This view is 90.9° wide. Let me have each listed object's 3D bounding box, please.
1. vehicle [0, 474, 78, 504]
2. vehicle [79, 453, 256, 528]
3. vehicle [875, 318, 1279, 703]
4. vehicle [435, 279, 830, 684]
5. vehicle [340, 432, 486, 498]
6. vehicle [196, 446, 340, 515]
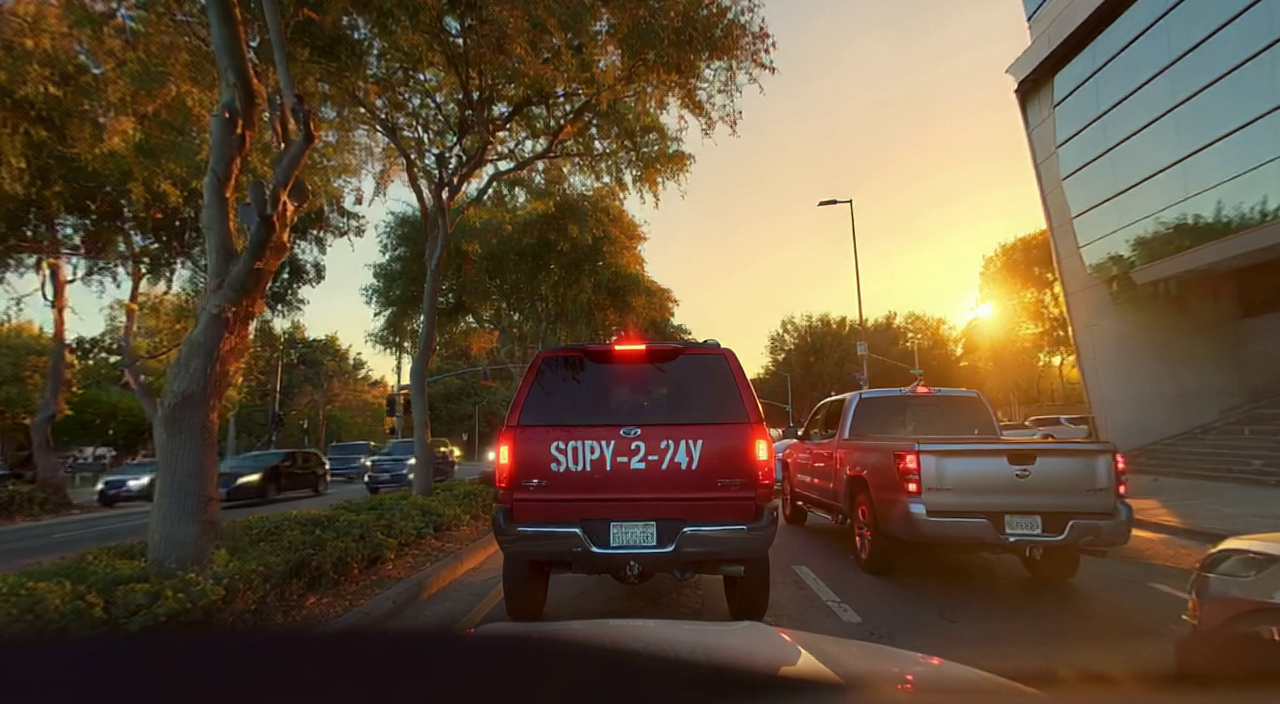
[{"bbox_3d":[-37.560,8.285,38.259,1.813,1.546,4.785,-3,-9,19],"label":"vehicle"},{"bbox_3d":[-16.292,4.728,22.166,2.637,2.293,4.494,0,-8,0],"label":"vehicle"},{"bbox_3d":[3.080,0.984,3.484,2.022,1.700,4.410,0,-8,3],"label":"vehicle"},{"bbox_3d":[0.010,1.040,5.948,2.267,2.372,4.366,0,-8,2],"label":"vehicle"},{"bbox_3d":[-8.909,4.519,26.025,2.873,2.199,8.099,-2,-9,1],"label":"vehicle"},{"bbox_3d":[-12.533,4.287,21.710,2.111,1.917,4.758,-4,-8,0],"label":"vehicle"}]
